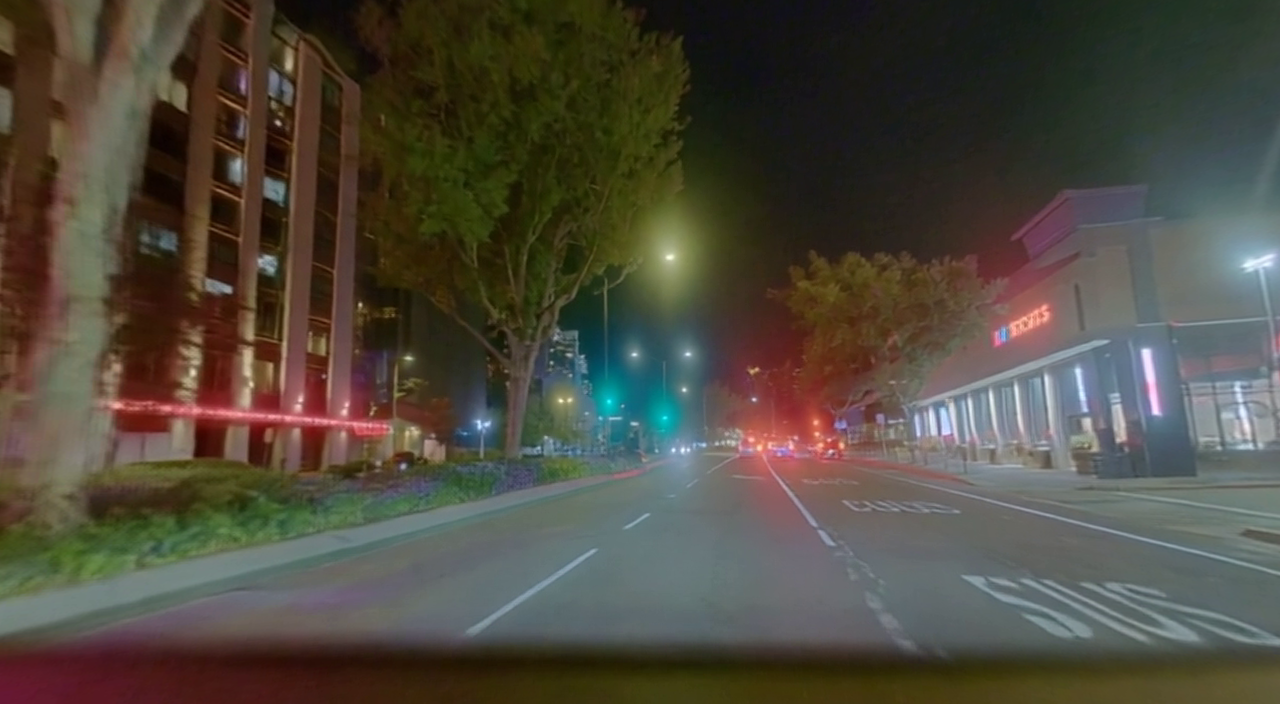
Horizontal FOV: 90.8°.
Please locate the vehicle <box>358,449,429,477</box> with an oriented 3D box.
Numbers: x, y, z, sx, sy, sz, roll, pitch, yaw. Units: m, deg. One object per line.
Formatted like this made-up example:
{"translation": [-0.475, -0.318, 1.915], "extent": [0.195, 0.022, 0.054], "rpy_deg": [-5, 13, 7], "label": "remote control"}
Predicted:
{"translation": [-14.548, 6.566, 37.582], "extent": [1.840, 1.440, 4.442], "rpy_deg": [-4, -9, 11], "label": "vehicle"}
